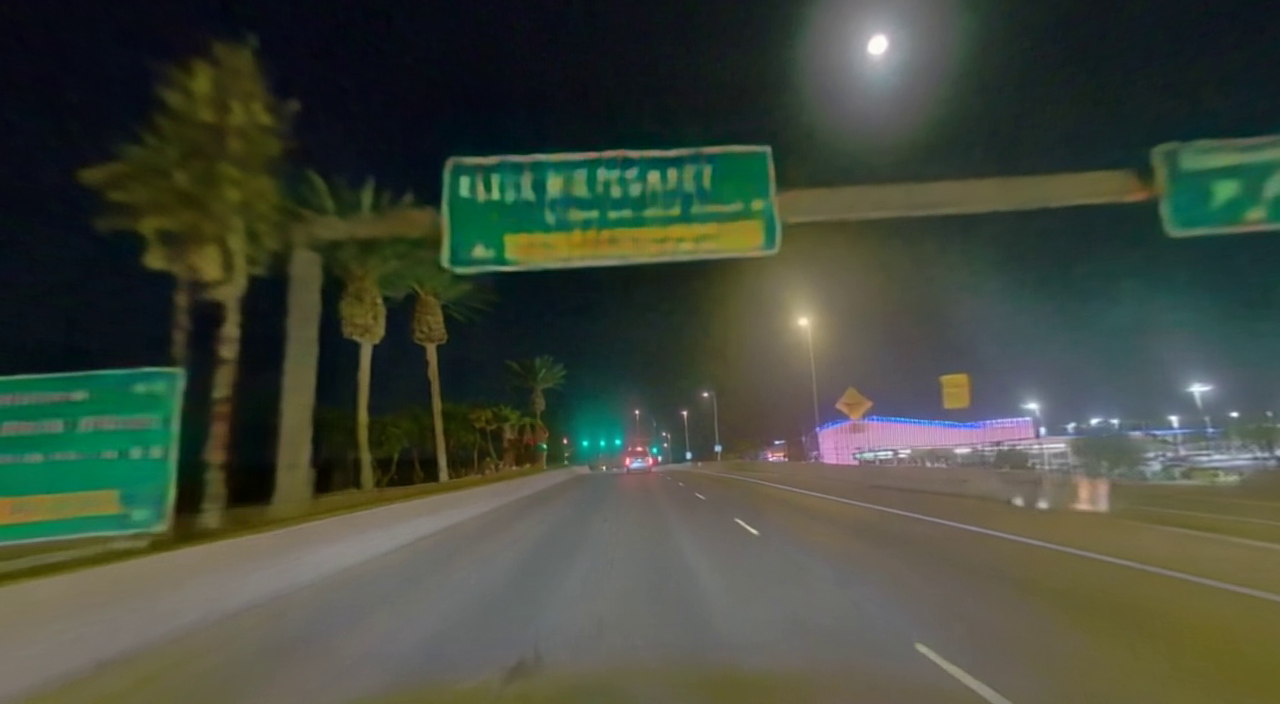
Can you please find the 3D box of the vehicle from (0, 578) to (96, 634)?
[{"bbox_3d":[-30.397,12.394,30.741,2.309,1.963,5.918,0,-14,-1],"label":"vehicle"}]

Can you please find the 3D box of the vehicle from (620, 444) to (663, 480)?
[{"bbox_3d":[0.039,5.742,33.115,2.089,1.718,4.193,0,-9,-1],"label":"vehicle"}]
